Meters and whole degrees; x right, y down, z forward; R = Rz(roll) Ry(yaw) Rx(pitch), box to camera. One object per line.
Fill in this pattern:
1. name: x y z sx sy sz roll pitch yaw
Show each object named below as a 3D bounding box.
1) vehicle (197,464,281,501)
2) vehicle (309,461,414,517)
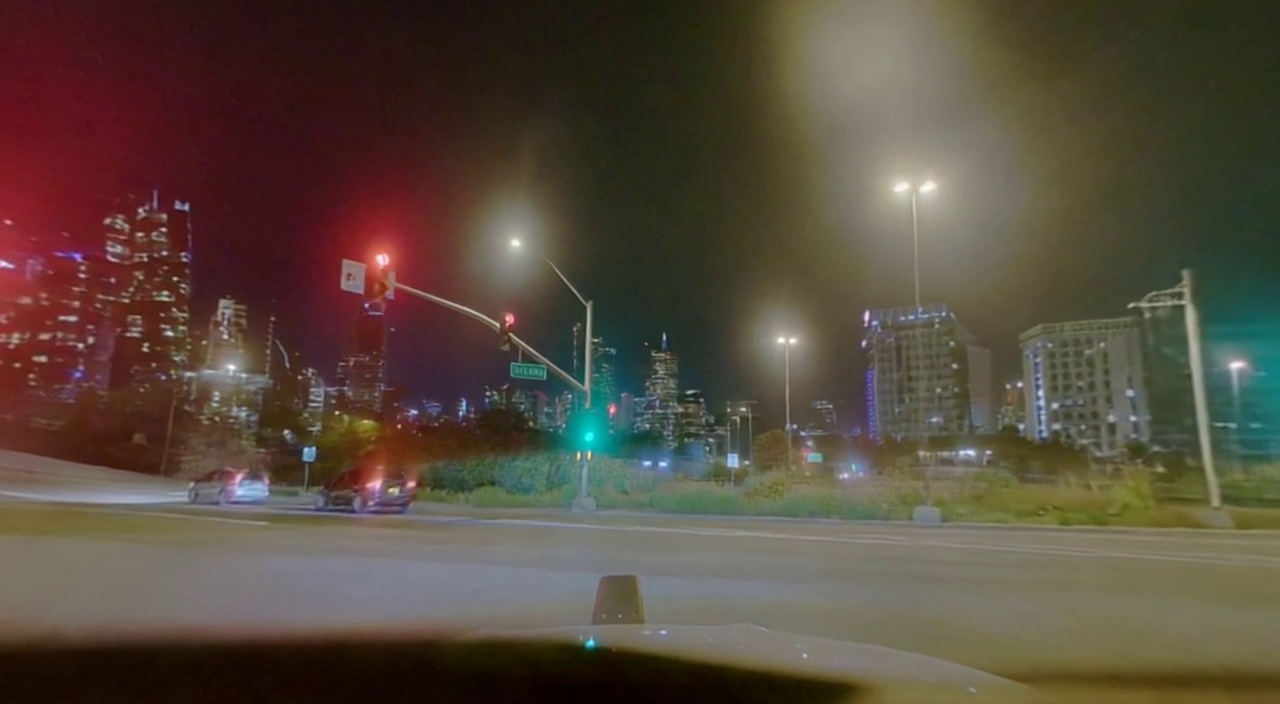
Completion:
1. vehicle: -19.911 6.417 31.354 3.852 1.605 2.007 -6 -10 33
2. vehicle: -9.357 4.482 21.073 2.048 1.516 3.874 7 -11 -40
